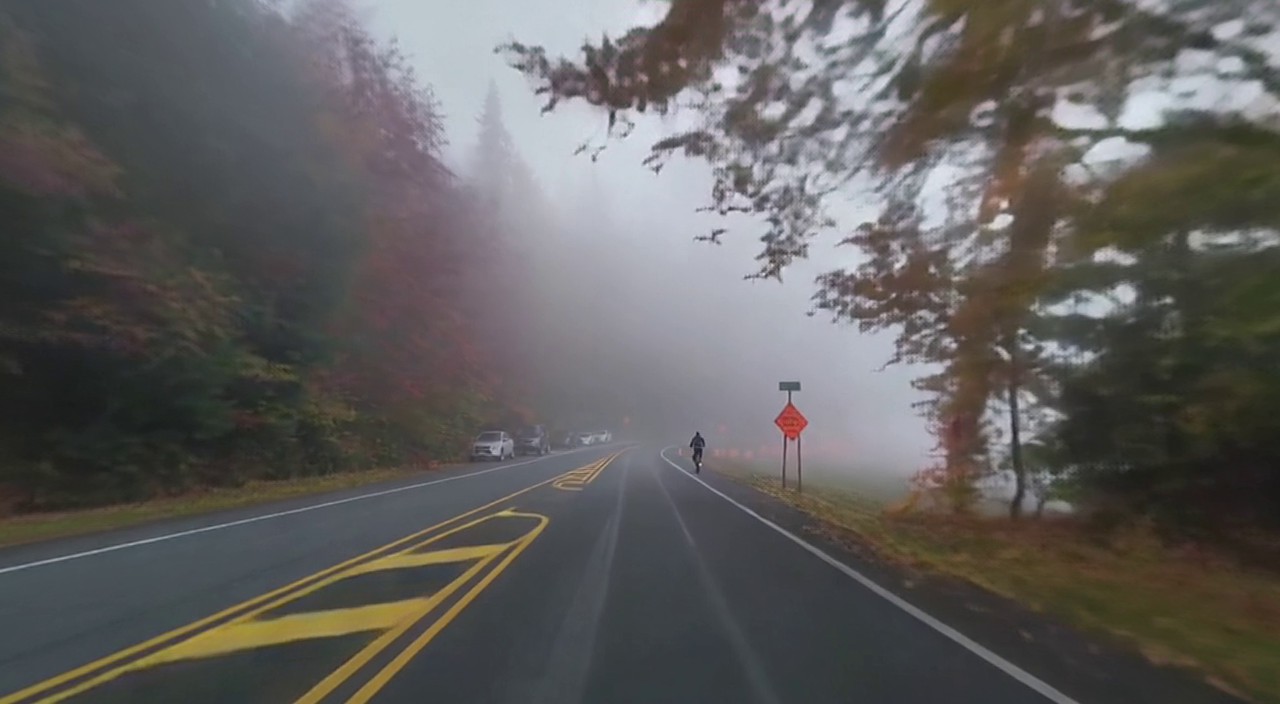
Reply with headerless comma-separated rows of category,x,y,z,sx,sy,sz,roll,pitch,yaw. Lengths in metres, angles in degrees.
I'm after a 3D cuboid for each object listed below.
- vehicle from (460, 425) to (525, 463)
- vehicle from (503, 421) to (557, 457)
vehicle,-7.686,4.837,33.360,1.991,1.759,4.443,-3,-8,5
vehicle,-7.090,5.688,41.231,2.312,2.075,5.748,-3,-9,2
